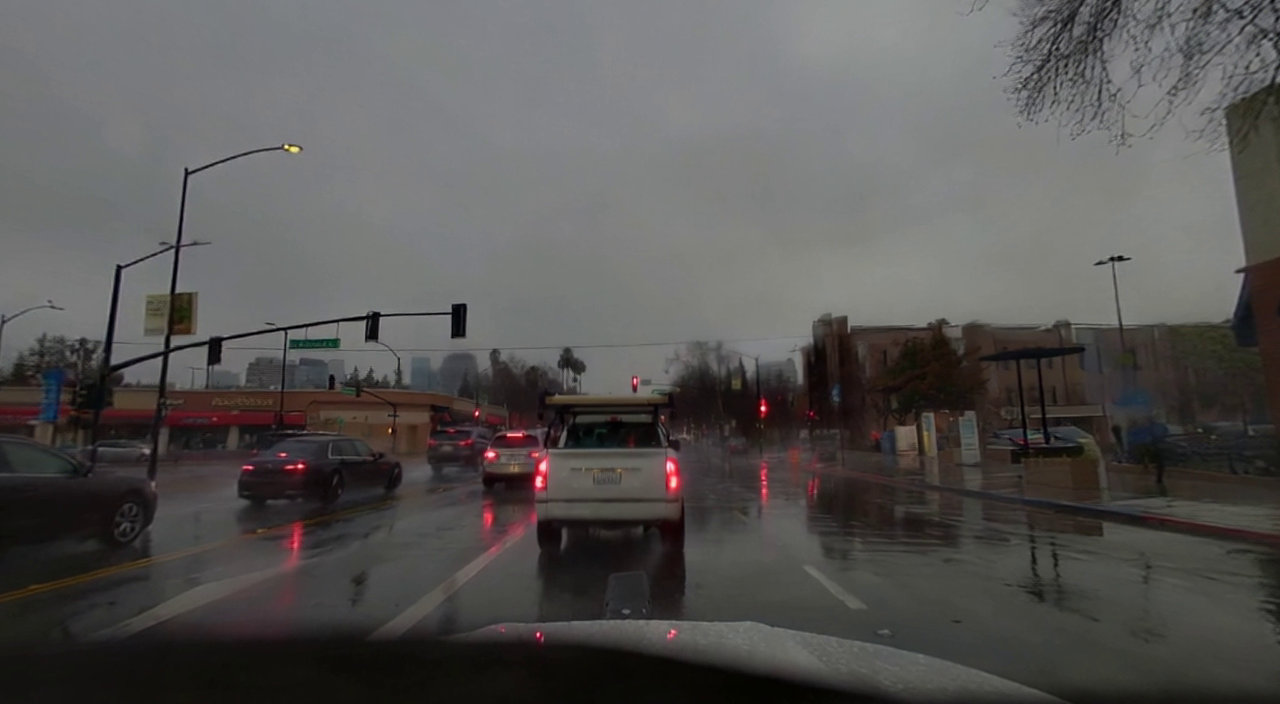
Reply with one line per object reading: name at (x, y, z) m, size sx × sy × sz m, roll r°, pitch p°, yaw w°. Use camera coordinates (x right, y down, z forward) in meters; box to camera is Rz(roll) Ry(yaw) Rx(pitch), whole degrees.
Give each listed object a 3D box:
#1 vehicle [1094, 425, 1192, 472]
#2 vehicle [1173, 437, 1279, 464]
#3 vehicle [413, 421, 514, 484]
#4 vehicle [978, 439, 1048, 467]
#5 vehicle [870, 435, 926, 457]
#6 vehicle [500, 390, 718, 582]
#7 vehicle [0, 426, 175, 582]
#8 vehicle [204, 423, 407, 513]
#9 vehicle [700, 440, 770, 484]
vehicle at (19.224, 3.658, 24.041) m, size 4.156 × 1.622 × 1.924 m, roll 7°, pitch -11°, yaw -38°
vehicle at (29.728, 4.939, 31.660) m, size 4.176 × 1.313 × 1.719 m, roll 0°, pitch -8°, yaw 2°
vehicle at (-6.460, 3.751, 23.750) m, size 2.496 × 2.112 × 4.351 m, roll 0°, pitch -8°, yaw 0°
vehicle at (20.102, 5.405, 33.918) m, size 3.836 × 1.443 × 1.694 m, roll 5°, pitch -10°, yaw -35°
vehicle at (20.104, 7.320, 49.045) m, size 4.361 × 1.653 × 2.034 m, roll 6°, pitch -11°, yaw -37°
vehicle at (-0.311, 1.596, 8.231) m, size 2.064 × 1.817 × 4.298 m, roll 0°, pitch -8°, yaw -1°
vehicle at (-6.968, 1.434, 5.938) m, size 1.831 × 1.451 × 4.382 m, roll 0°, pitch -8°, yaw 0°
vehicle at (-7.122, 2.510, 14.116) m, size 1.941 × 1.655 × 4.503 m, roll 0°, pitch -8°, yaw 2°
vehicle at (3.424, 4.046, 23.510) m, size 2.023 × 1.441 × 4.240 m, roll 0°, pitch -8°, yaw 1°
